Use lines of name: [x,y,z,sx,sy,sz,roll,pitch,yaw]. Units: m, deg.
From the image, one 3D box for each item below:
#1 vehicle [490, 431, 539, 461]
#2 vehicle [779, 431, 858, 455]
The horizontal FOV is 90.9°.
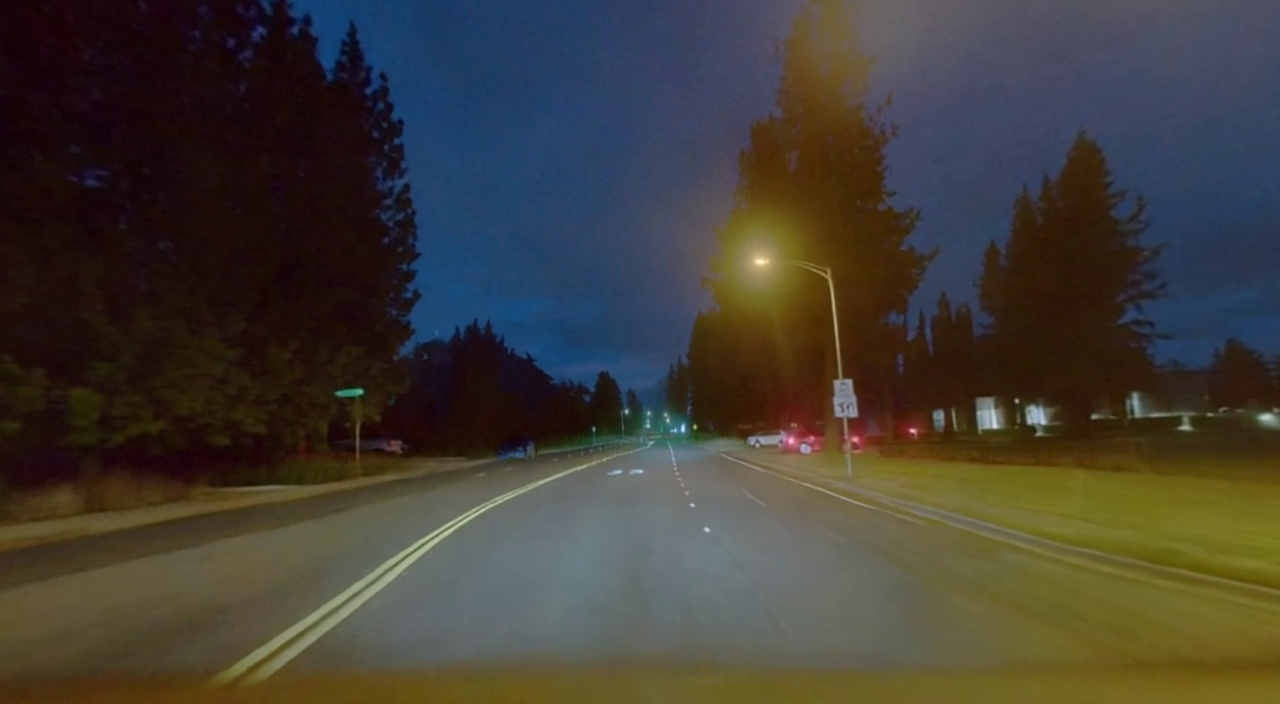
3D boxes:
vehicle: [-8.176,6.149,41.449,2.142,1.723,4.275,-3,-7,2]
vehicle: [11.345,5.814,40.290,4.460,1.456,1.804,-1,-8,3]
